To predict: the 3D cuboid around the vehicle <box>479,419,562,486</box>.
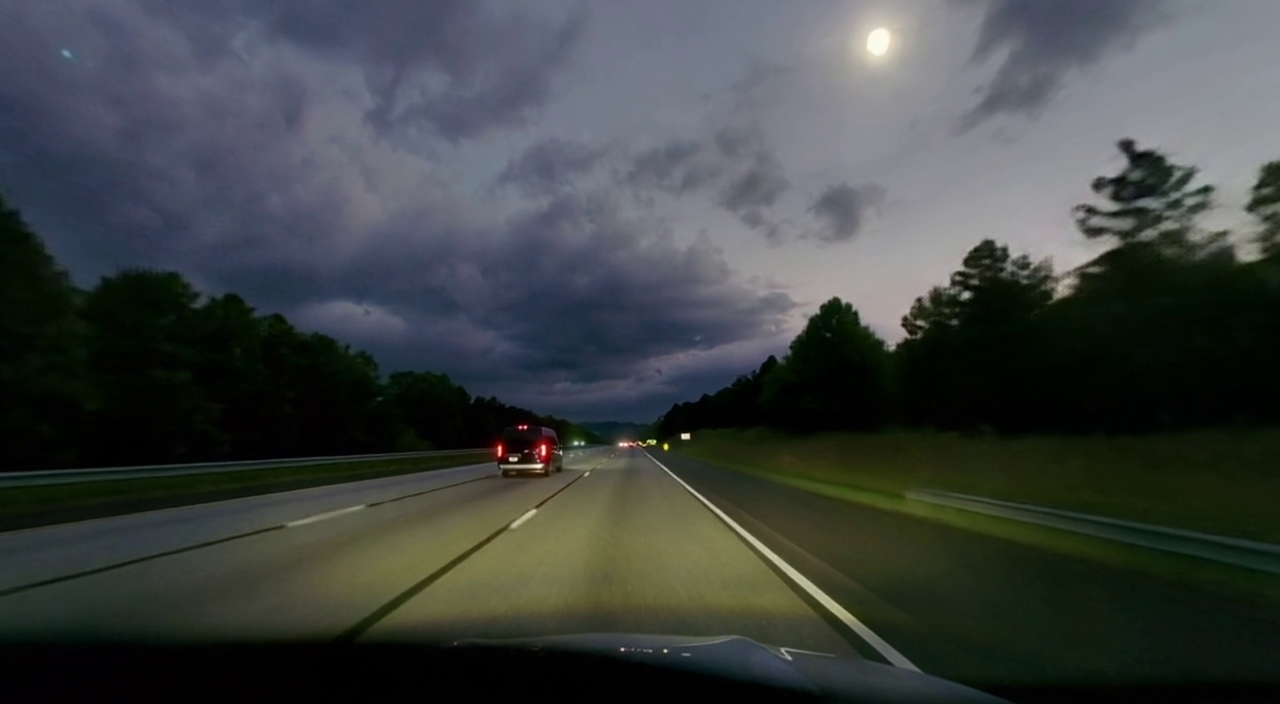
[{"bbox_3d":[-4.016,3.473,22.000,1.976,2.029,4.737,-1,-8,0],"label":"vehicle"}]
